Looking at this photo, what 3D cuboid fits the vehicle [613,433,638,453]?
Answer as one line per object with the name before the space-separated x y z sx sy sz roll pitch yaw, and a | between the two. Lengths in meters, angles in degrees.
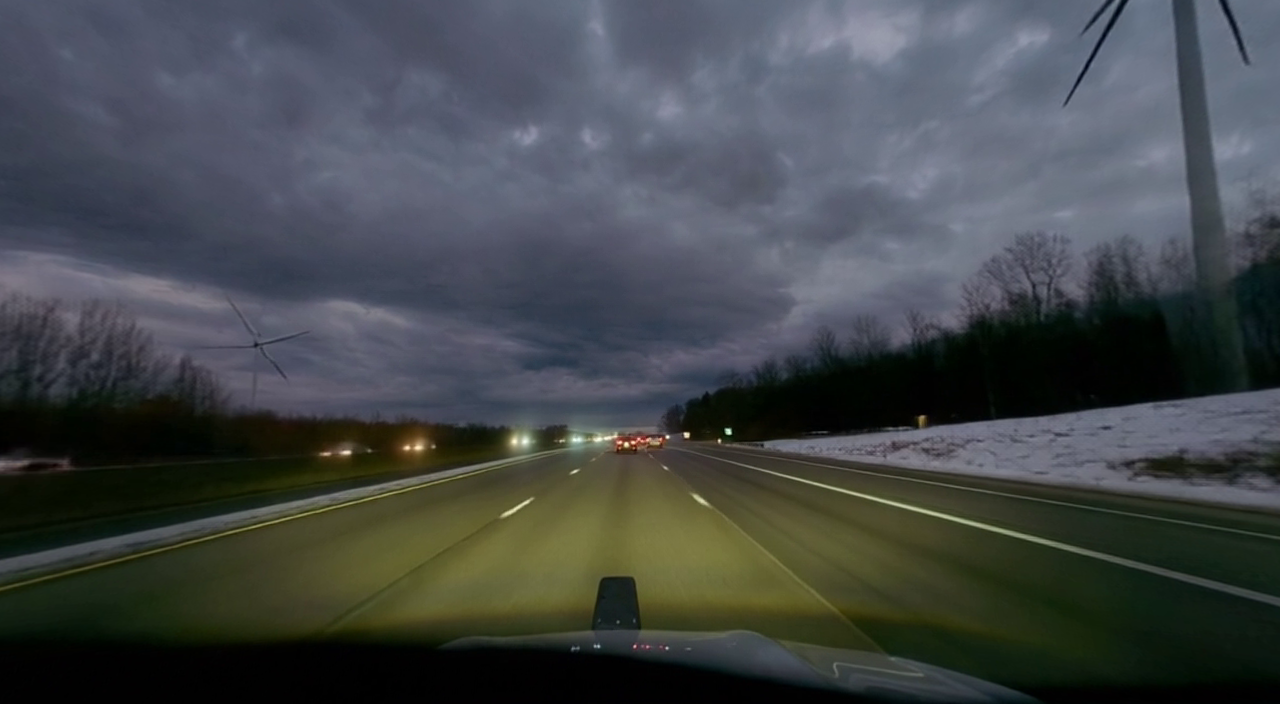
vehicle | -1.173 7.126 49.515 1.892 1.496 3.575 0 -8 -2
